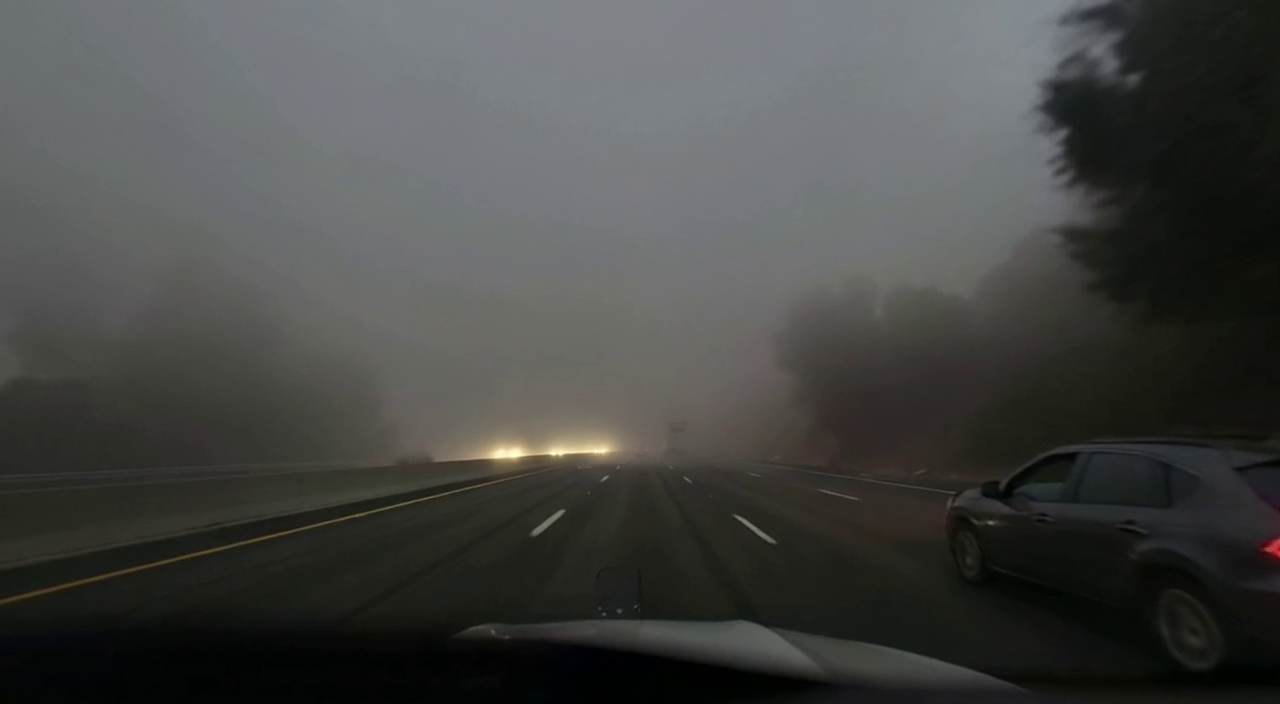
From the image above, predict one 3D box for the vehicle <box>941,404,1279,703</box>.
[{"bbox_3d":[3.857,1.132,3.798,1.976,1.495,4.217,0,-9,0],"label":"vehicle"}]
